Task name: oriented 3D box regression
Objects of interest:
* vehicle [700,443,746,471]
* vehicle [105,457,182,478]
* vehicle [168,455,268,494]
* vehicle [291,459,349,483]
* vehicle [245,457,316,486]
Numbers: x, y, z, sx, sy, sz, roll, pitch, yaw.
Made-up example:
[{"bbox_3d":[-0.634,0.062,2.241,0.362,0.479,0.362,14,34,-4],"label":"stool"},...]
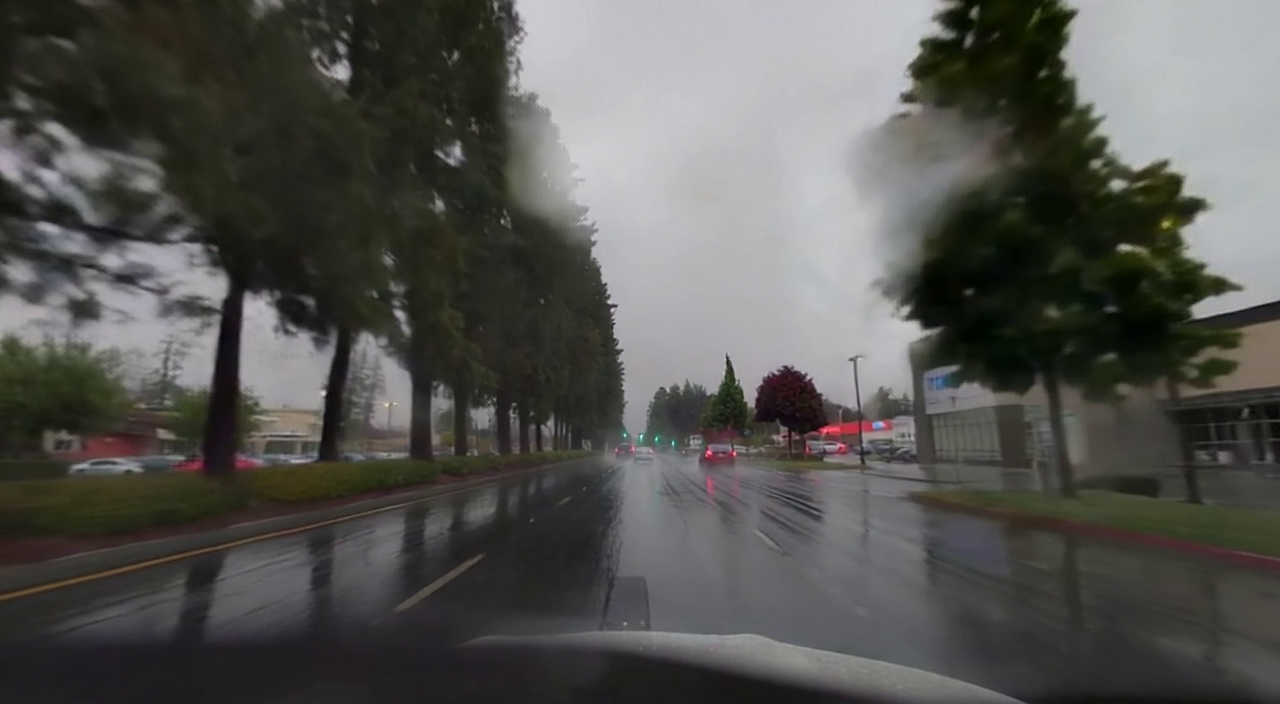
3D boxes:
[{"bbox_3d":[4.533,5.815,35.094,1.916,1.459,4.335,0,-9,-1],"label":"vehicle"},{"bbox_3d":[-39.198,9.120,49.835,4.370,1.497,2.031,0,-8,0],"label":"vehicle"},{"bbox_3d":[-22.339,6.455,33.638,1.939,1.780,5.057,0,-8,-2],"label":"vehicle"},{"bbox_3d":[-22.486,8.343,44.477,1.841,1.510,4.389,-1,-9,0],"label":"vehicle"},{"bbox_3d":[-22.531,7.495,39.758,1.674,1.483,4.741,-3,-8,1],"label":"vehicle"}]
